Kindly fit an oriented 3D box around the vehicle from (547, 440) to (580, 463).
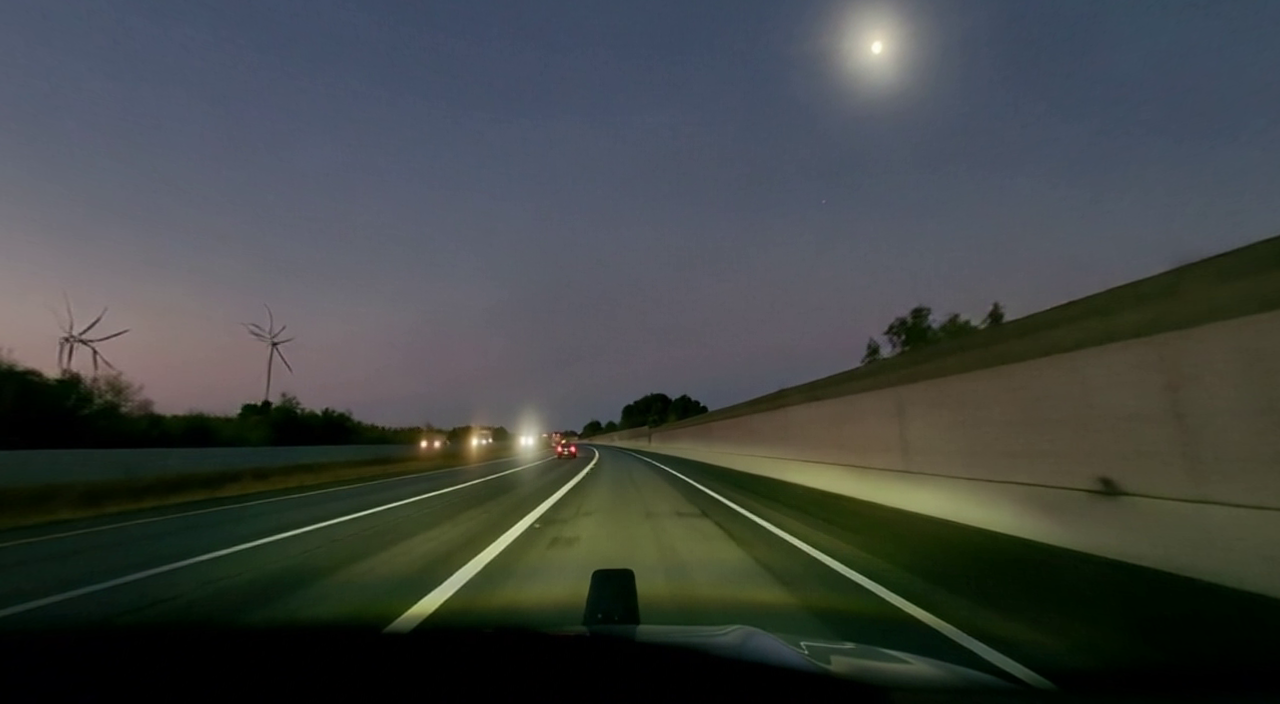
[{"bbox_3d":[-5.434,7.151,45.315,2.053,1.549,4.097,0,-8,-3],"label":"vehicle"}]
